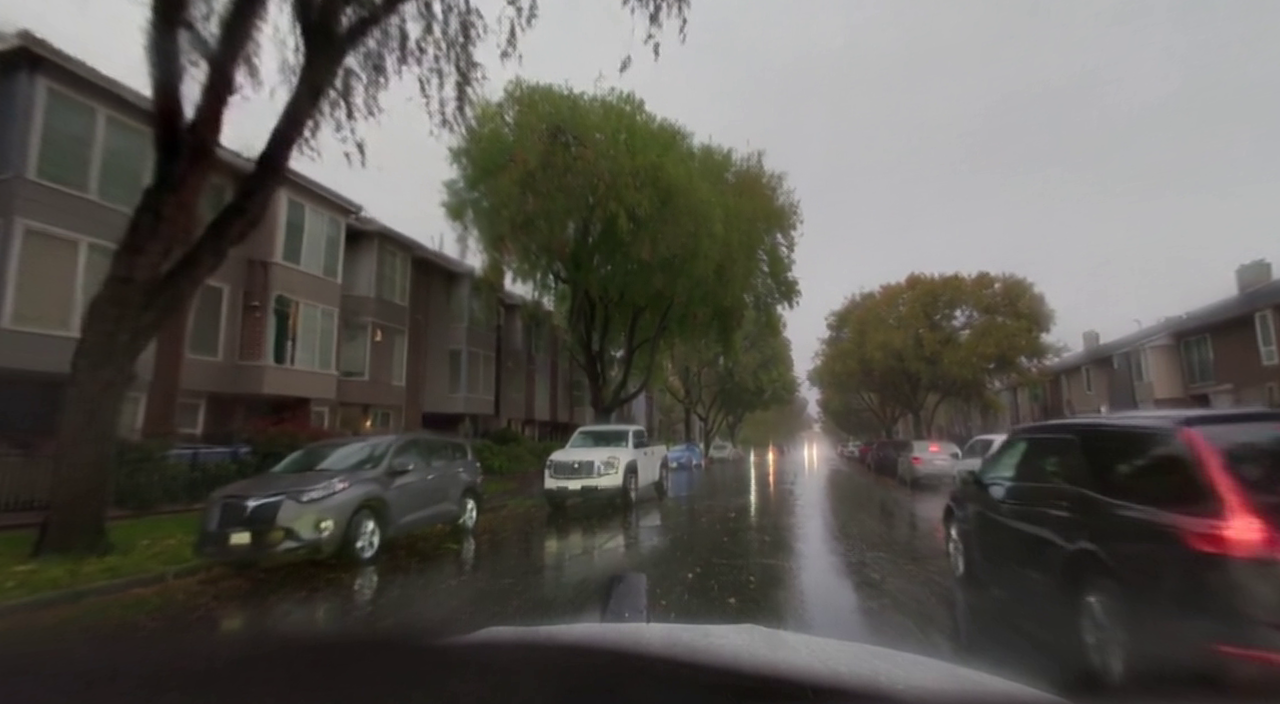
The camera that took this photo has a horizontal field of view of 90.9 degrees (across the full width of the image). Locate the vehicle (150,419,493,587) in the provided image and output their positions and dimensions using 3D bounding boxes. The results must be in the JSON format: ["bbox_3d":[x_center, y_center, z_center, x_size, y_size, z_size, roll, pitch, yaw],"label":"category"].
[{"bbox_3d":[-4.083,1.988,9.244,2.002,1.774,4.568,-2,-9,11],"label":"vehicle"}]

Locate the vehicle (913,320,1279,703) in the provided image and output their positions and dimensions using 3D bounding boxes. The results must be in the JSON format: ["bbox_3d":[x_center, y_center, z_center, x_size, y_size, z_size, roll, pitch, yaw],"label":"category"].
[{"bbox_3d":[3.467,1.087,4.183,2.055,1.717,5.172,-2,-9,13],"label":"vehicle"}]

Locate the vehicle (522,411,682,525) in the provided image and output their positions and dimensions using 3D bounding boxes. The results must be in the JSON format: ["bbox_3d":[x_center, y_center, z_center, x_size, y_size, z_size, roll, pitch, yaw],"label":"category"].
[{"bbox_3d":[-0.583,2.515,14.201,2.197,2.047,4.985,-2,-9,13],"label":"vehicle"}]

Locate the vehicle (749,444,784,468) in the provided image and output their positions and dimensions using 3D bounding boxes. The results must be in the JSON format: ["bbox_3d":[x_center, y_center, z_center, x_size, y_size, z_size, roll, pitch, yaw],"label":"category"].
[{"bbox_3d":[8.495,6.905,42.101,1.971,1.476,4.593,-3,-9,15],"label":"vehicle"}]
